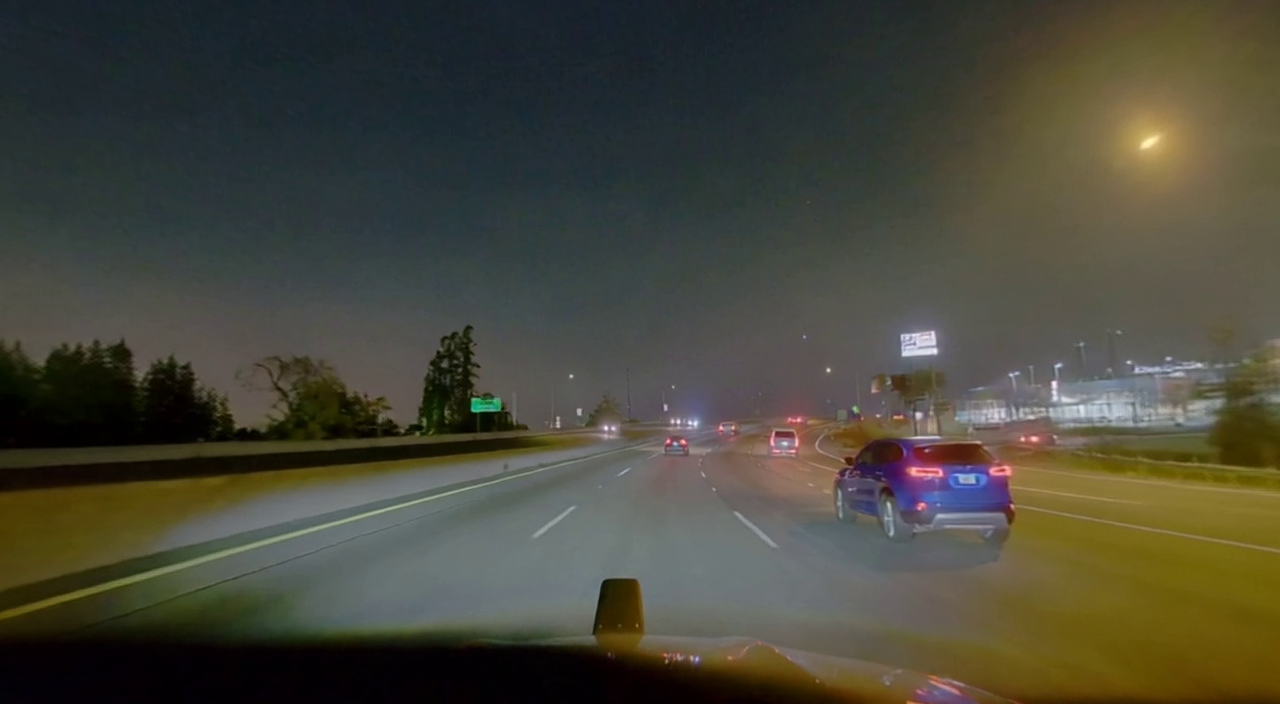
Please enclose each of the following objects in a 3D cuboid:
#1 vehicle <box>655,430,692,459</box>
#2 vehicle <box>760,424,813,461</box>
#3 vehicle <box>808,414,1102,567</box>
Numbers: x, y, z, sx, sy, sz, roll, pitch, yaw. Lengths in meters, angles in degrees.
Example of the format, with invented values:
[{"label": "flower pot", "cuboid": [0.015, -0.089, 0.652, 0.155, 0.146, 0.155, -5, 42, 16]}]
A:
[{"label": "vehicle", "cuboid": [2.288, 6.132, 41.778, 2.181, 1.768, 4.383, -1, -8, 7]}, {"label": "vehicle", "cuboid": [9.443, 5.920, 41.213, 2.526, 2.230, 6.190, -1, -8, 5]}, {"label": "vehicle", "cuboid": [4.039, 1.837, 9.160, 2.097, 1.659, 4.320, 0, -8, 2]}]
